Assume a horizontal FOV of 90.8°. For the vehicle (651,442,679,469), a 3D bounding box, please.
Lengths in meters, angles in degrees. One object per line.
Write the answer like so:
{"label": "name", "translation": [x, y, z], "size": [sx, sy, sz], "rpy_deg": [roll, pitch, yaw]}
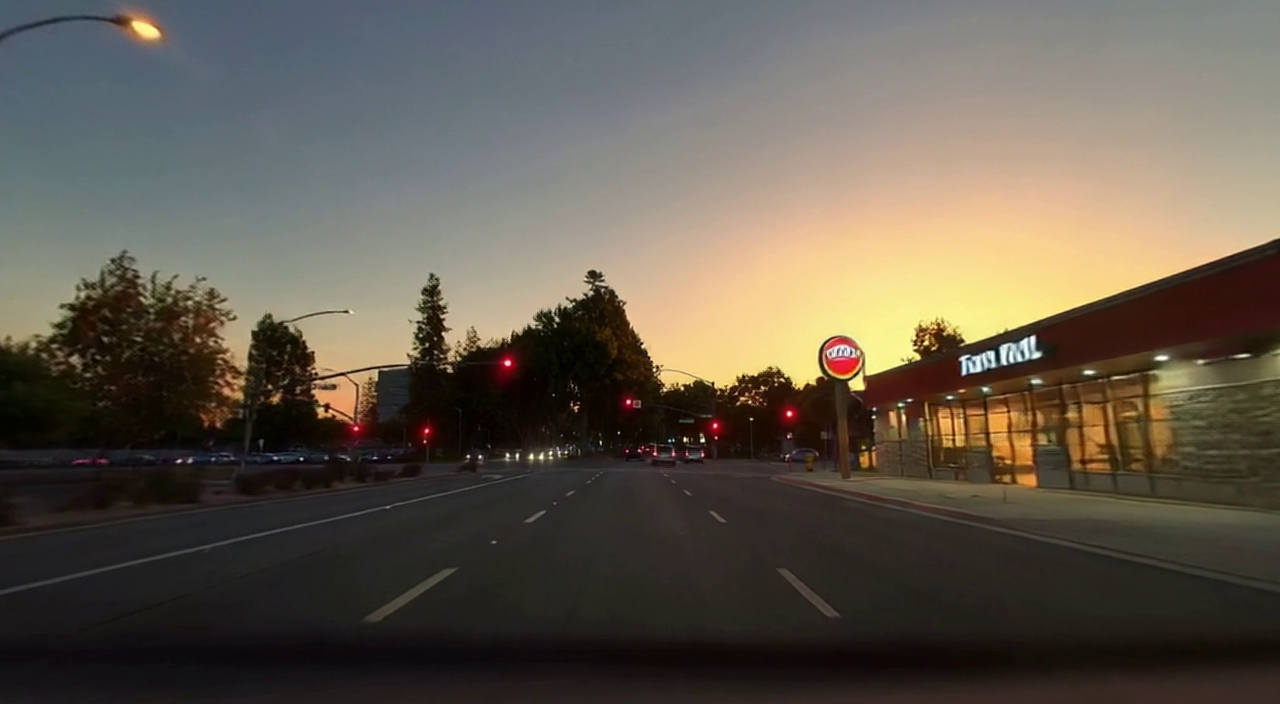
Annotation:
{"label": "vehicle", "translation": [1.946, 8.059, 49.479], "size": [2.096, 1.961, 4.259], "rpy_deg": [0, -9, 2]}
